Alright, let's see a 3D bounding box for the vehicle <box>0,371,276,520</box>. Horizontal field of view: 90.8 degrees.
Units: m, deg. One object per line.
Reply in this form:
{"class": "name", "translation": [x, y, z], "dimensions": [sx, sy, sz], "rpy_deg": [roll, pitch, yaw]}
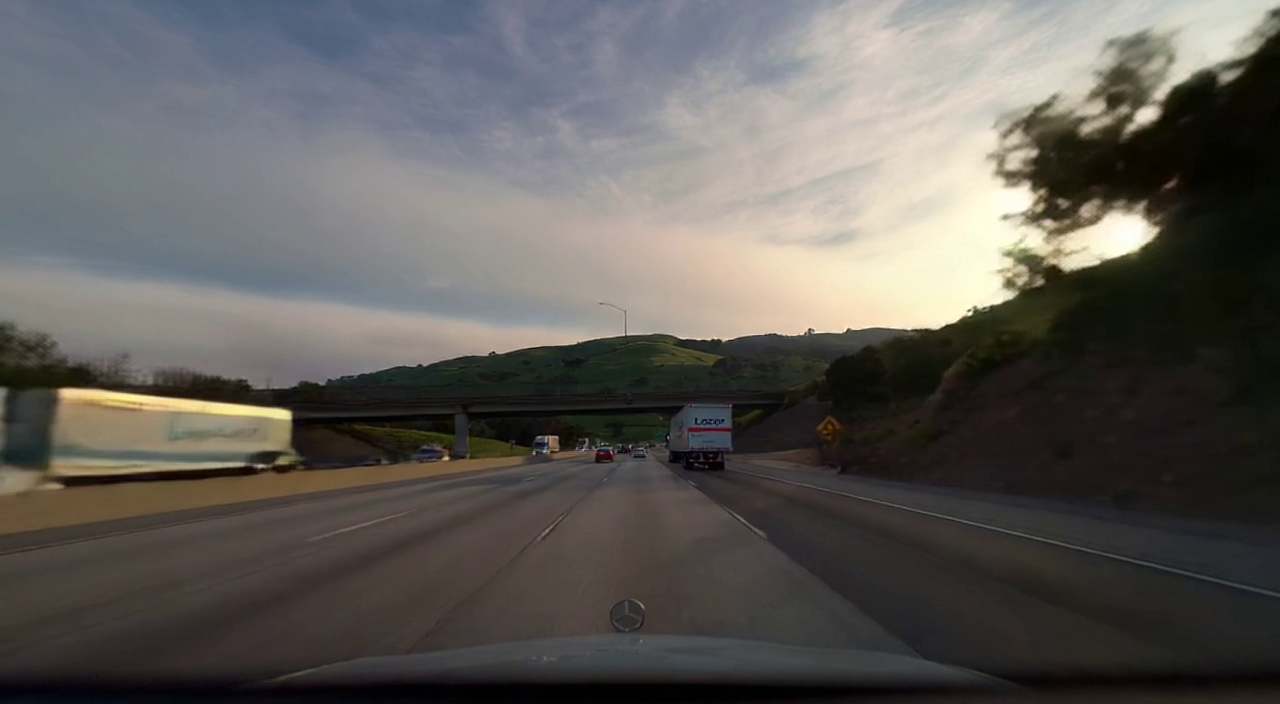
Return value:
{"class": "vehicle", "translation": [-19.241, 3.542, 23.525], "dimensions": [2.909, 4.107, 14.066], "rpy_deg": [0, -9, 0]}

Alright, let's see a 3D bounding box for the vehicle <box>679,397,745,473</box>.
{"class": "vehicle", "translation": [4.065, 5.053, 37.782], "dimensions": [2.885, 3.992, 8.526], "rpy_deg": [0, -9, 0]}
